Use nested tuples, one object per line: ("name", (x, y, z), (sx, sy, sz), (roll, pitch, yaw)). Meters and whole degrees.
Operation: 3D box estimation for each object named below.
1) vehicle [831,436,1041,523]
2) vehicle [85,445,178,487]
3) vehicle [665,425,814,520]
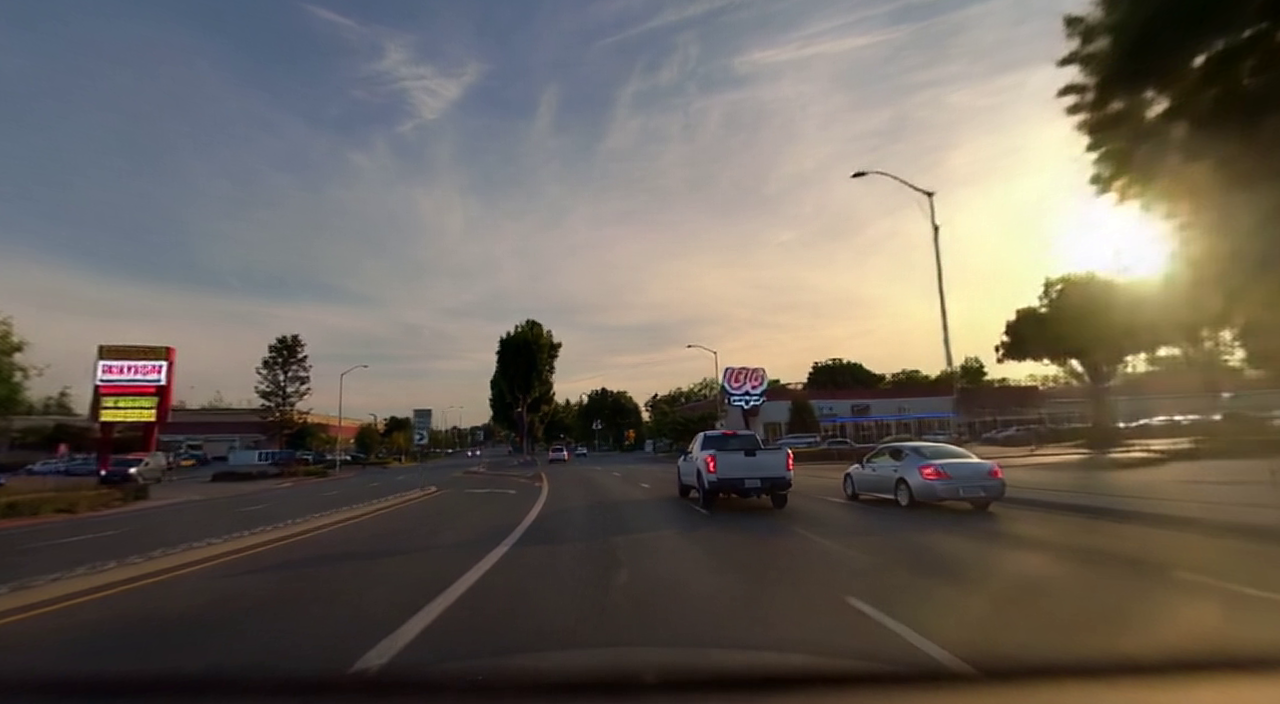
("vehicle", (5.791, 2.522, 13.105), (1.986, 1.480, 4.296), (0, -9, -5))
("vehicle", (-34.162, 7.610, 42.704), (2.217, 2.629, 5.839), (1, -9, -11))
("vehicle", (1.976, 2.637, 14.457), (2.214, 1.749, 4.998), (0, -9, -5))
